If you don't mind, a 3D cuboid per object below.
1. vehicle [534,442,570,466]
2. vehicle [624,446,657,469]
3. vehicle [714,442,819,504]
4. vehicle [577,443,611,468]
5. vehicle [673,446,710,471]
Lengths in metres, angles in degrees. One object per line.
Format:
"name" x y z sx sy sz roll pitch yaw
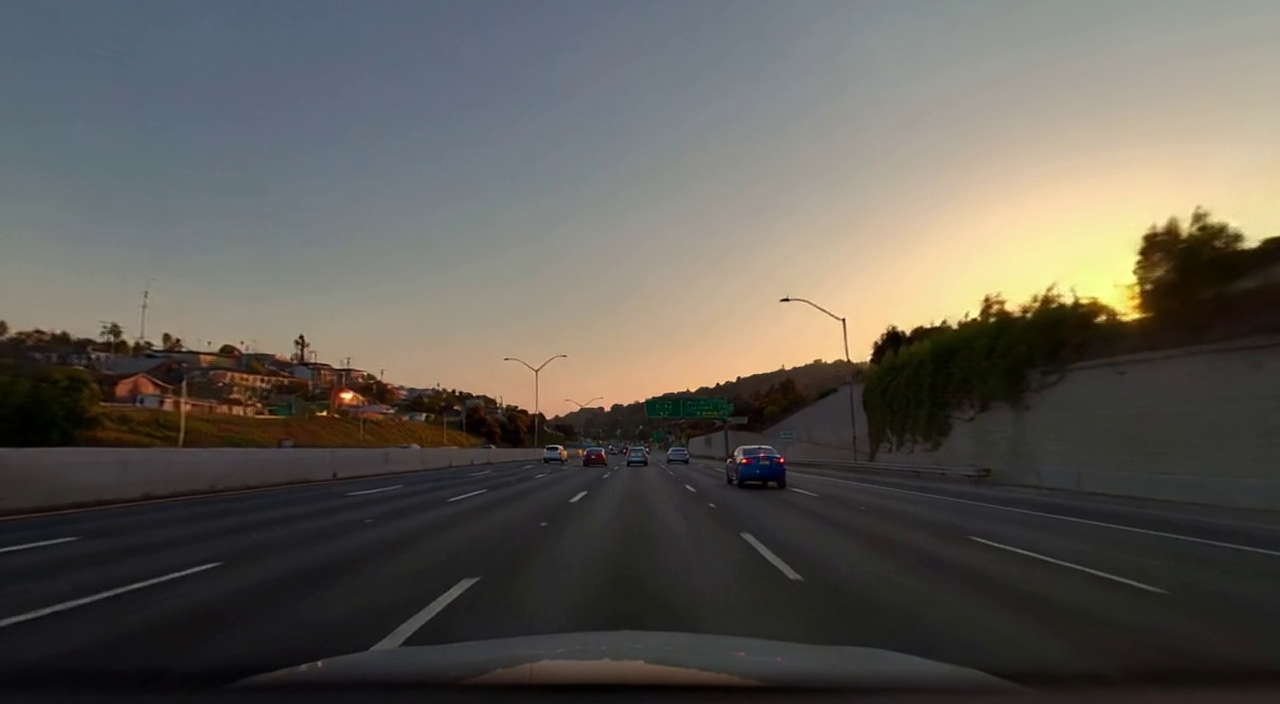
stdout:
"vehicle" -6.699 7.794 48.260 2.112 1.721 4.381 0 -9 1
"vehicle" 0.048 7.144 42.886 2.166 1.496 4.158 0 -9 0
"vehicle" 3.462 3.413 18.264 2.077 1.527 4.553 0 -9 0
"vehicle" -3.176 7.261 44.338 2.091 1.664 4.157 0 -9 0
"vehicle" 3.362 7.003 41.505 2.036 1.517 4.256 0 -9 -1
